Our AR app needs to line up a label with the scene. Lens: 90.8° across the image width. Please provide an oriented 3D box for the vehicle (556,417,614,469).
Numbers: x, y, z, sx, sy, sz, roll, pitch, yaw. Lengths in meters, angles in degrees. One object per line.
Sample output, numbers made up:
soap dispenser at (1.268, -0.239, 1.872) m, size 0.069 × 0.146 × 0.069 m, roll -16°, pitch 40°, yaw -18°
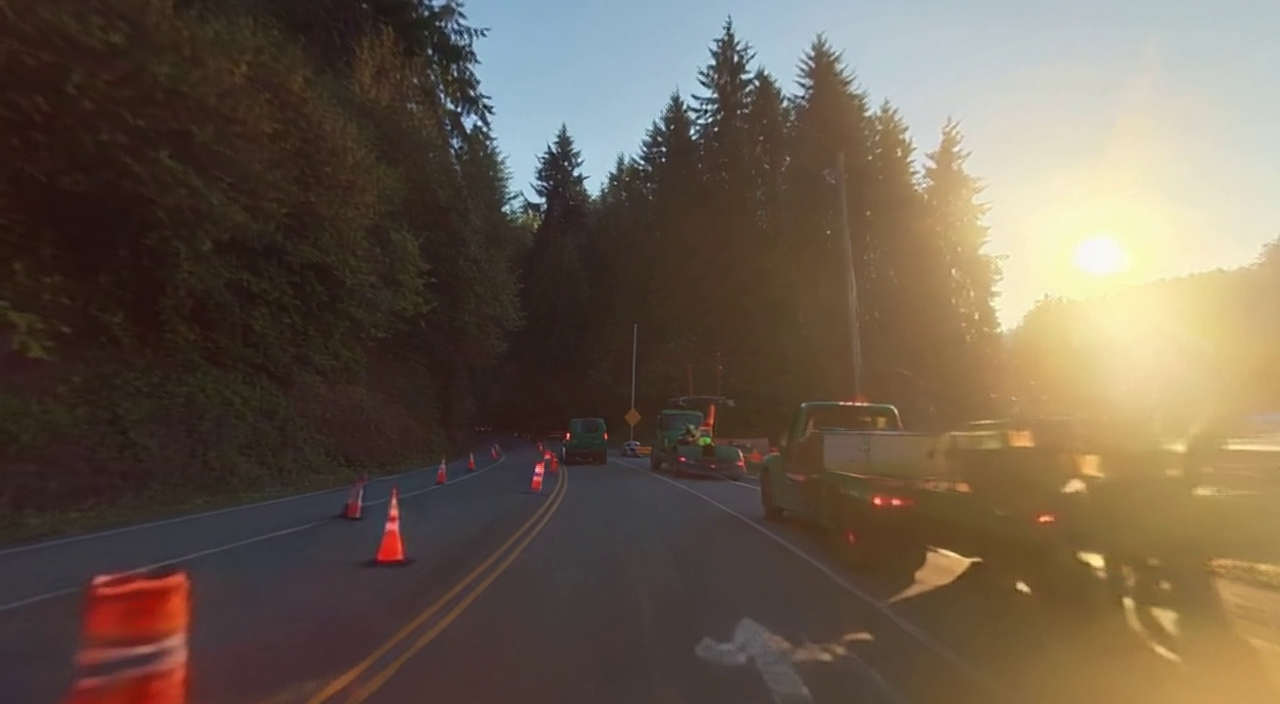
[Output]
vehicle at (-2.668, 4.262, 29.531) m, size 2.362 × 2.223 × 4.892 m, roll 1°, pitch -9°, yaw -8°

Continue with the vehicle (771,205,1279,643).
vehicle at (4.380, 1.046, 9.040) m, size 3.126 × 3.310 × 8.534 m, roll 0°, pitch -8°, yaw 0°

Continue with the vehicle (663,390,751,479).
vehicle at (2.428, 3.186, 24.180) m, size 2.703 × 3.066 × 4.047 m, roll 1°, pitch -8°, yaw -3°
